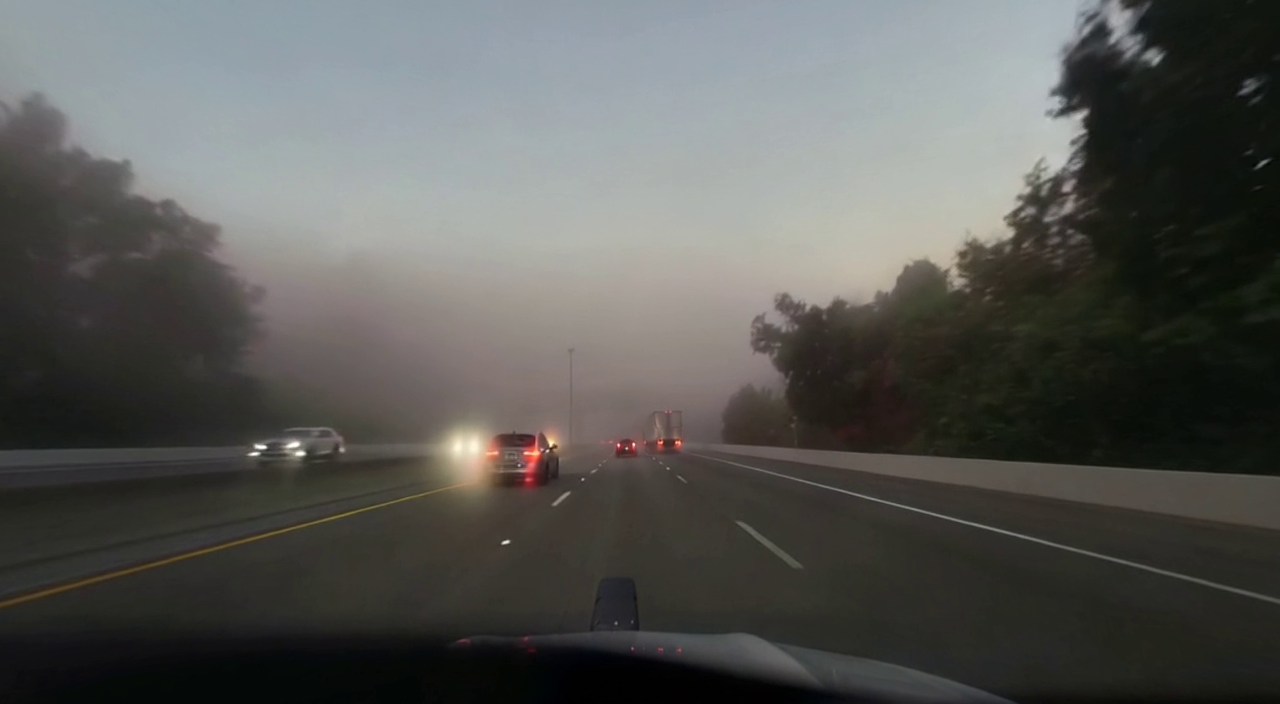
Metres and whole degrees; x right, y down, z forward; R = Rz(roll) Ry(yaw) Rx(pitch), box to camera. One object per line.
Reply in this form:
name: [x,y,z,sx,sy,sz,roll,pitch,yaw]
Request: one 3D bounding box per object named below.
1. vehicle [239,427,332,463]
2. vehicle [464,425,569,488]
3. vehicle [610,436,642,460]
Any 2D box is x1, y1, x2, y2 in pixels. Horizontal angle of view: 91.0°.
vehicle: [-16.575,4.385,29.672,2.000,1.563,4.188,0,-8,-1]
vehicle: [-3.740,3.268,20.053,2.377,1.747,4.703,0,-8,0]
vehicle: [-0.956,6.637,43.627,2.125,1.542,3.816,0,-8,-1]
